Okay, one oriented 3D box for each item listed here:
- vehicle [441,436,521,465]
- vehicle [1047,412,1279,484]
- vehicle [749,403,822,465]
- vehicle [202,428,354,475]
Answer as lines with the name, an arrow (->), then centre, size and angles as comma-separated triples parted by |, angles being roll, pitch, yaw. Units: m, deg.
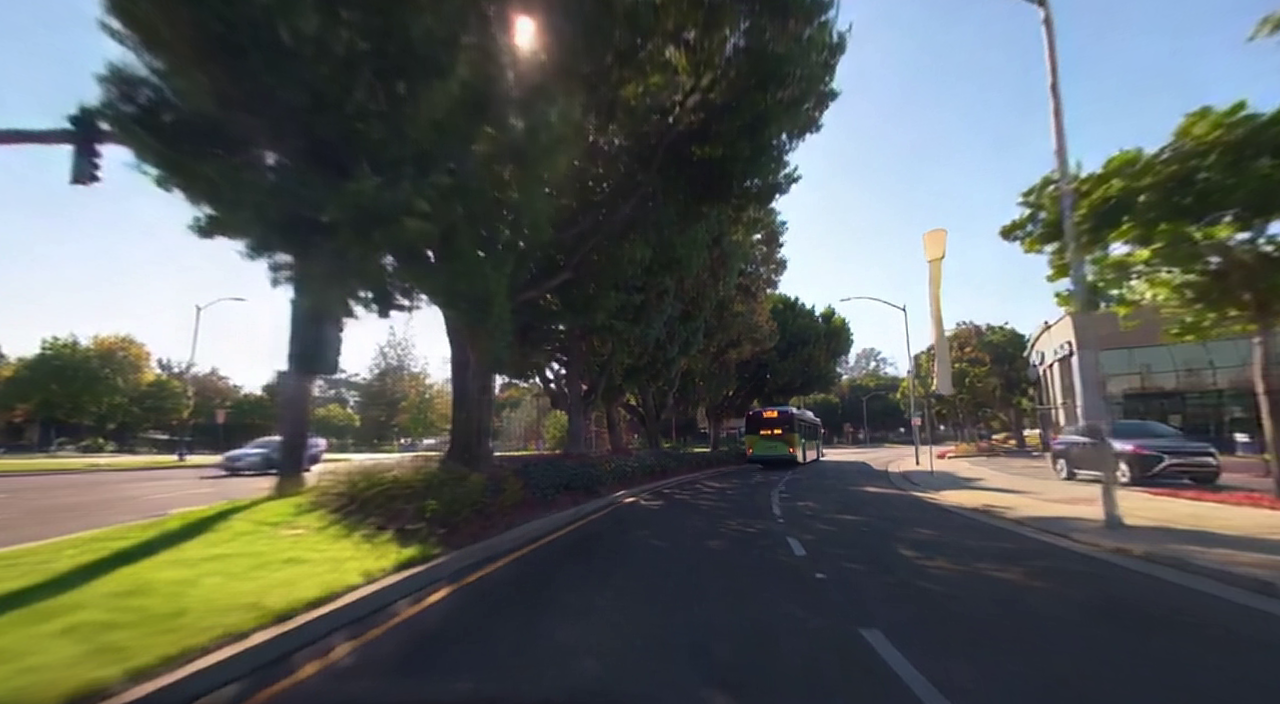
vehicle -> -8.744, 5.487, 35.115 | 1.887, 1.494, 4.443 | -4, -10, 25
vehicle -> 15.821, 2.831, 18.605 | 5.856, 1.945, 2.183 | -3, -9, 16
vehicle -> 9.654, 5.374, 40.580 | 3.031, 3.429, 11.005 | -3, -9, 20
vehicle -> -13.680, 3.806, 24.158 | 2.054, 1.607, 4.615 | -4, -9, 25
